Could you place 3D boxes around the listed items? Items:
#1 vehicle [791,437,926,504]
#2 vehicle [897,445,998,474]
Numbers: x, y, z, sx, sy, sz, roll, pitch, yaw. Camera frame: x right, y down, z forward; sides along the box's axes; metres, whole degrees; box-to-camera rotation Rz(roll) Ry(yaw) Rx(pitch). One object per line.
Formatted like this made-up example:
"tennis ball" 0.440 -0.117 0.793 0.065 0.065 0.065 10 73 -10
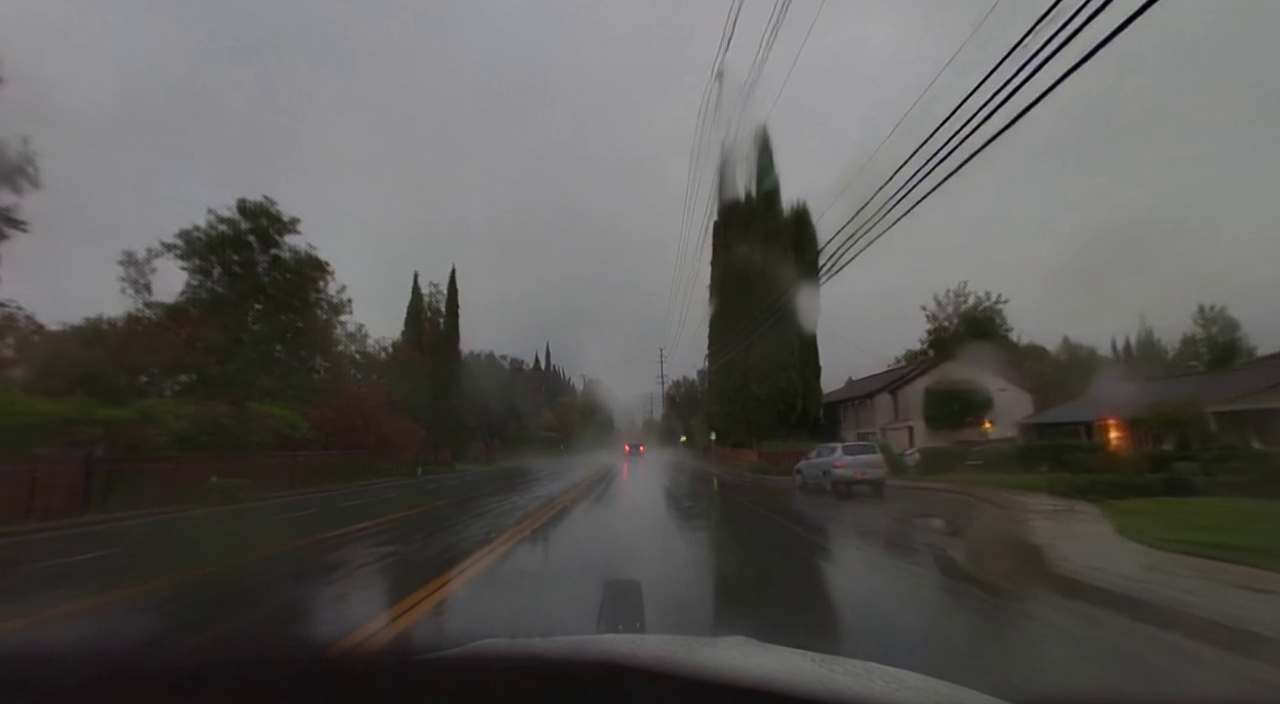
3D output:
"vehicle" 6.005 3.292 18.048 2.039 1.637 4.782 0 -8 -1
"vehicle" 15.104 5.287 31.069 4.034 1.403 1.821 0 -8 -2
